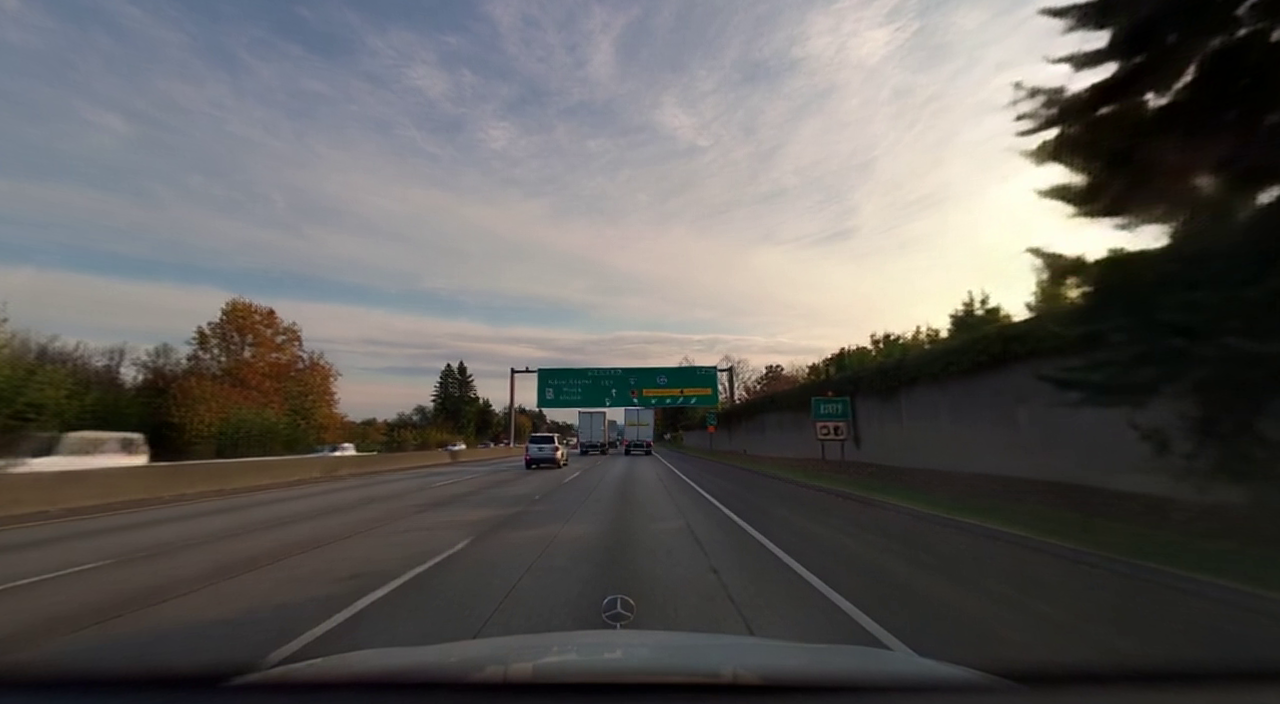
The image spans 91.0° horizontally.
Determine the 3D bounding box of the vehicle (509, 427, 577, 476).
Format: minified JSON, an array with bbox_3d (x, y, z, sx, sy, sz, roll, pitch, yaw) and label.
[{"bbox_3d":[-3.962,4.168,26.638,2.127,1.839,4.984,0,-8,-1],"label":"vehicle"}]
